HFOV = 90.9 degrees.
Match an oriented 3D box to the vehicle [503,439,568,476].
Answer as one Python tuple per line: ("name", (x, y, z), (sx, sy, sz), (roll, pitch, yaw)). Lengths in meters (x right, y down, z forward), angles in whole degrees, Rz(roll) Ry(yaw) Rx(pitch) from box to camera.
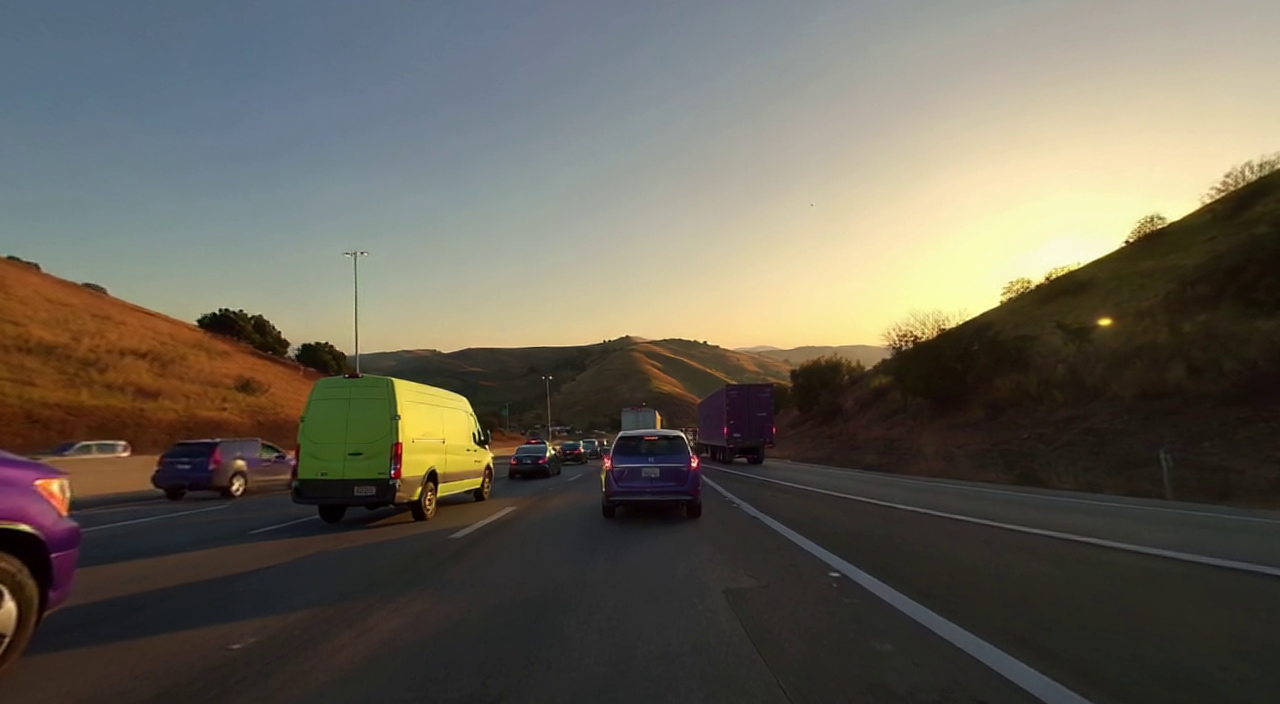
("vehicle", (-4.469, 4.578, 27.608), (2.007, 1.457, 4.447), (-1, -8, 1))

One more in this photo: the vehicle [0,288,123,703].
("vehicle", (-4.258, 0.435, 1.009), (2.195, 2.086, 5.445), (0, -8, 0))

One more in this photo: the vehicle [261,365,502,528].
("vehicle", (-4.652, 1.887, 12.732), (2.300, 2.522, 5.701), (-1, -8, 1))

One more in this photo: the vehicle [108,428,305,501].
("vehicle", (-11.810, 3.094, 17.766), (2.027, 1.750, 4.885), (0, -8, 1))

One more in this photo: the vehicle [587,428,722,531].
("vehicle", (0.169, 2.191, 11.398), (2.003, 1.499, 3.930), (0, -8, -1))

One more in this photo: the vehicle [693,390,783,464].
("vehicle", (6.433, 5.599, 45.261), (2.989, 4.277, 16.586), (0, -8, -3))
